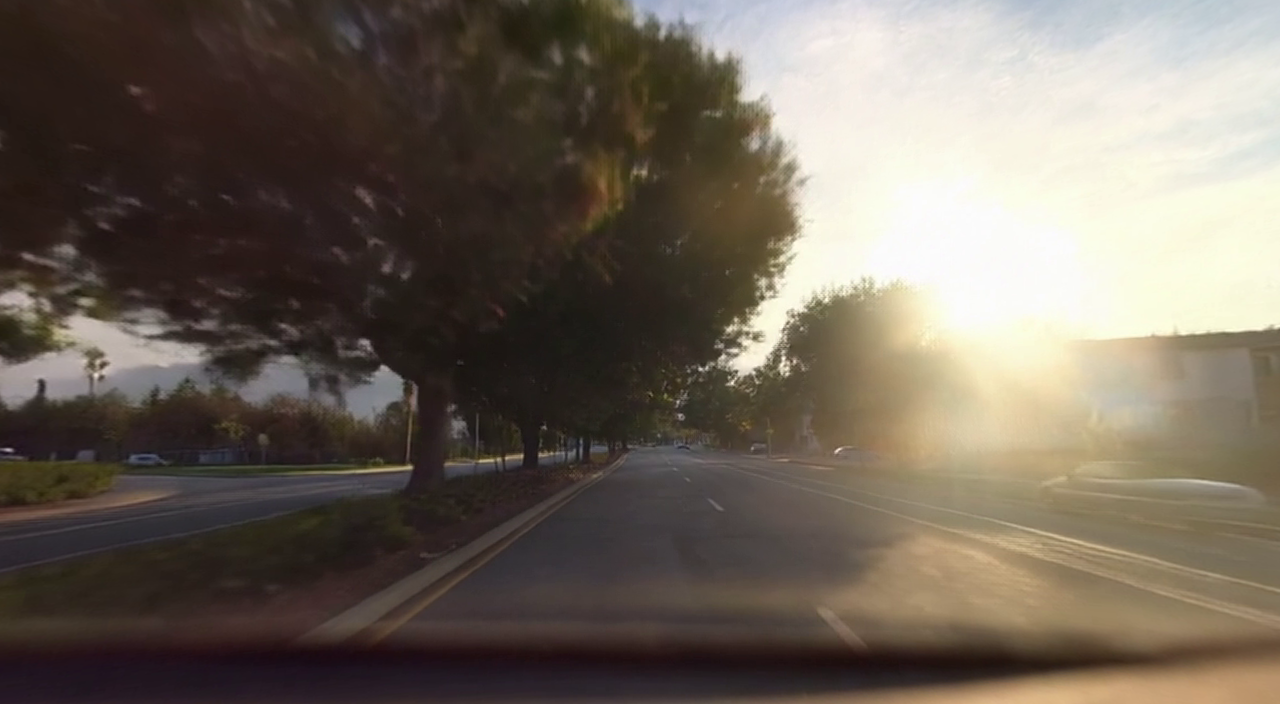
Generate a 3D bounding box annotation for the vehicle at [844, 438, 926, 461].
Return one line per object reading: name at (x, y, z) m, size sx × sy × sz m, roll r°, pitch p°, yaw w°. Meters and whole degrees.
vehicle at (16.272, 6.502, 42.048) m, size 4.592 × 1.472 × 2.009 m, roll 0°, pitch -9°, yaw 0°

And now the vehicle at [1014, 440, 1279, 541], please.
vehicle at (9.563, 2.498, 12.110) m, size 2.076 × 1.547 × 4.398 m, roll 0°, pitch -9°, yaw 0°
